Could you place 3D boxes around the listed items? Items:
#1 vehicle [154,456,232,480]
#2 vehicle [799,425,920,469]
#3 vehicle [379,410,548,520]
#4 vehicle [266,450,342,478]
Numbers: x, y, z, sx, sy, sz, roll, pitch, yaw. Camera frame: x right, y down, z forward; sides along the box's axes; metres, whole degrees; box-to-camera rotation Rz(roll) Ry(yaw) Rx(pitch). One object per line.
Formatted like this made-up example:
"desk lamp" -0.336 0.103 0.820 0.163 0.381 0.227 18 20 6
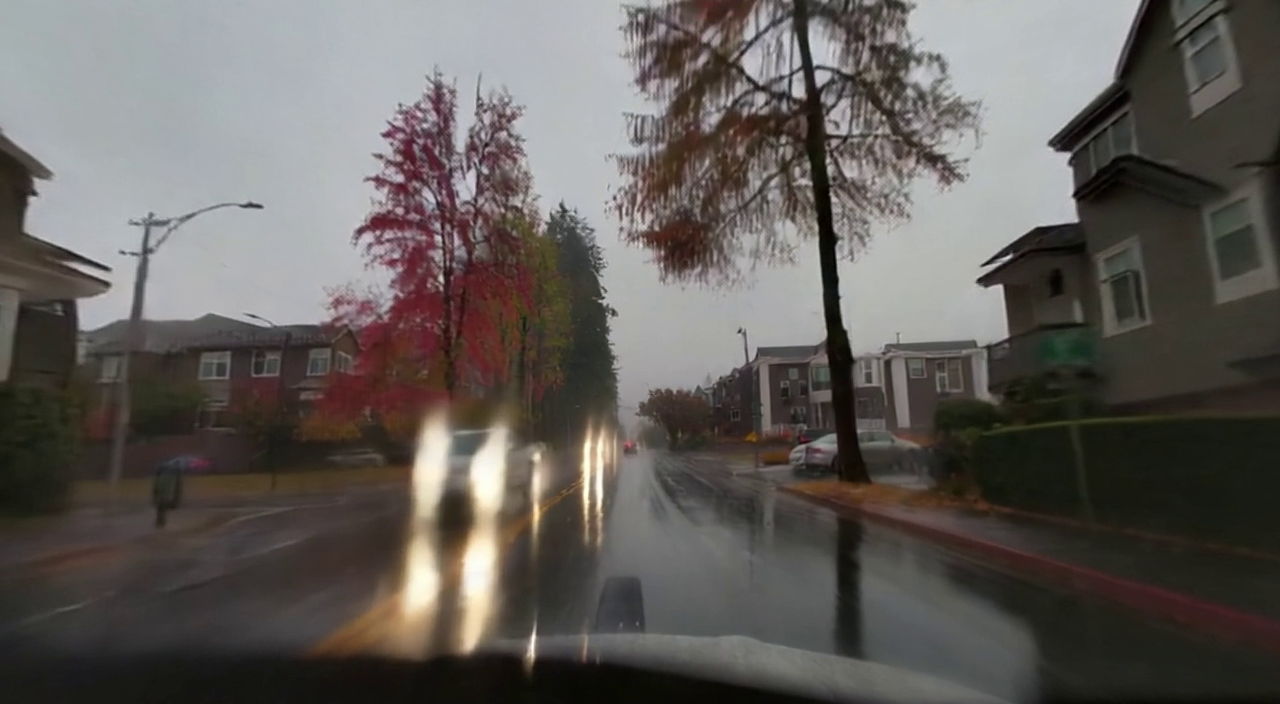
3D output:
"vehicle" -31.974 8.271 45.361 1.914 1.493 4.248 -2 -9 15
"vehicle" 9.265 4.052 27.020 4.385 1.612 2.070 -3 -8 4
"vehicle" -3.575 2.428 14.139 2.275 1.953 5.423 0 -8 -1
"vehicle" -21.554 7.198 40.788 2.052 1.470 4.633 -6 -9 7
